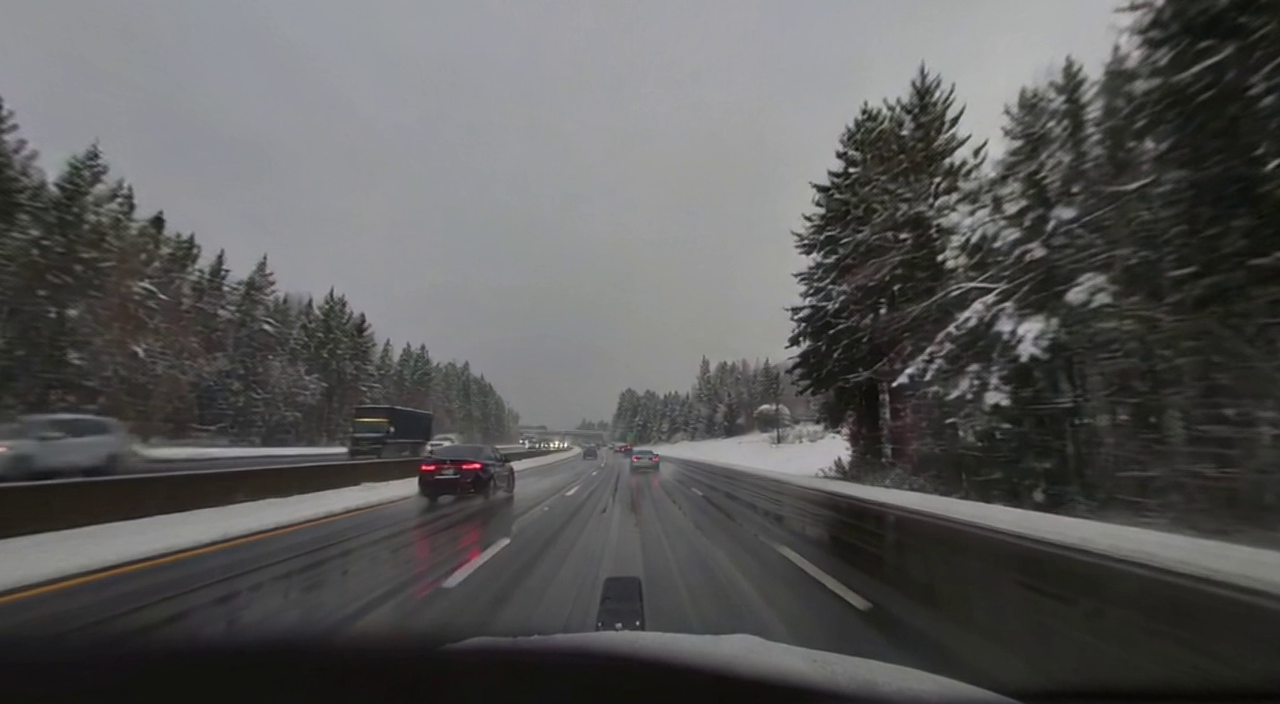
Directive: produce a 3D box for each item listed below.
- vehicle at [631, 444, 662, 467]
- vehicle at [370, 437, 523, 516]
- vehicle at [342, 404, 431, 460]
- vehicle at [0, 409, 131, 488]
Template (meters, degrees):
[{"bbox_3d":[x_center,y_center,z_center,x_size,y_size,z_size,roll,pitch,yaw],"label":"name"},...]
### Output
[{"bbox_3d":[0.403,7.318,44.683,2.008,1.499,3.192,0,-9,-2],"label":"vehicle"},{"bbox_3d":[-4.146,2.745,14.432,2.054,1.500,4.469,0,-8,0],"label":"vehicle"},{"bbox_3d":[-17.215,5.581,43.488,2.847,3.475,7.687,0,-9,0],"label":"vehicle"},{"bbox_3d":[-12.762,1.895,12.328,1.894,1.443,4.425,0,-9,0],"label":"vehicle"}]
